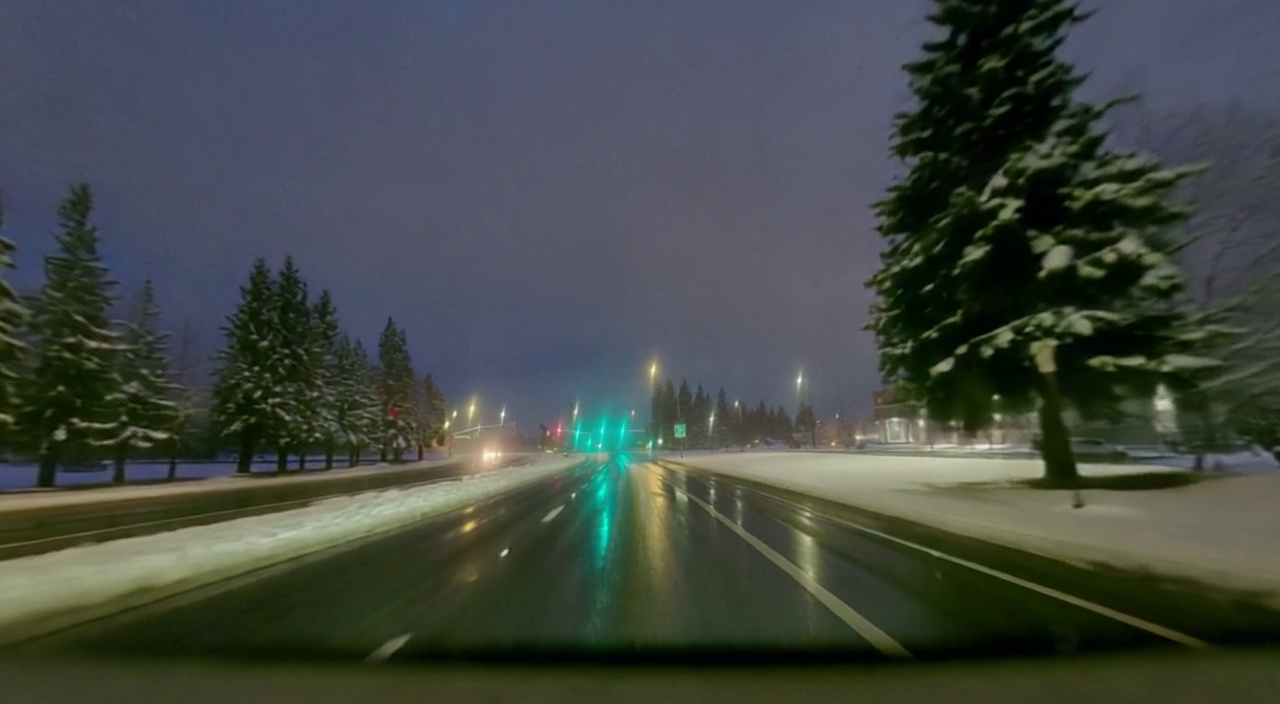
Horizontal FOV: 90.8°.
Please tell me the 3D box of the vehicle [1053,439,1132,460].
[{"bbox_3d":[32.688,7.023,45.677,4.210,1.450,1.885,0,-8,0],"label":"vehicle"}]
